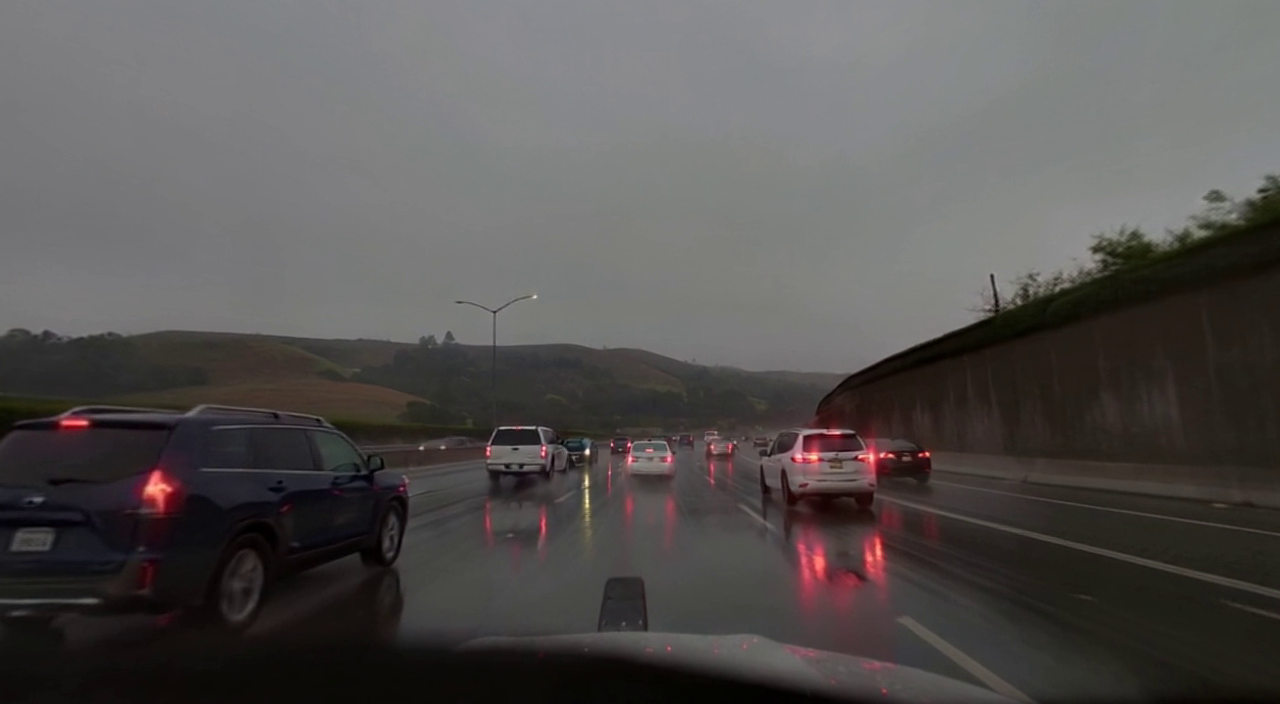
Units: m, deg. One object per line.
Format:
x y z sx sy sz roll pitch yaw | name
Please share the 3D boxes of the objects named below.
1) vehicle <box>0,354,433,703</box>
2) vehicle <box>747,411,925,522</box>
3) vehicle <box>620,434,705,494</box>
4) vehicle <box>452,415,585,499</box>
-3.604 1.181 5.202 2.179 1.723 4.410 0 -8 1 | vehicle
3.526 2.157 12.400 2.046 1.765 4.534 0 -8 0 | vehicle
0.634 3.110 17.909 2.105 1.471 4.349 0 -8 2 | vehicle
-3.037 2.810 17.259 2.301 1.902 5.374 0 -8 3 | vehicle
